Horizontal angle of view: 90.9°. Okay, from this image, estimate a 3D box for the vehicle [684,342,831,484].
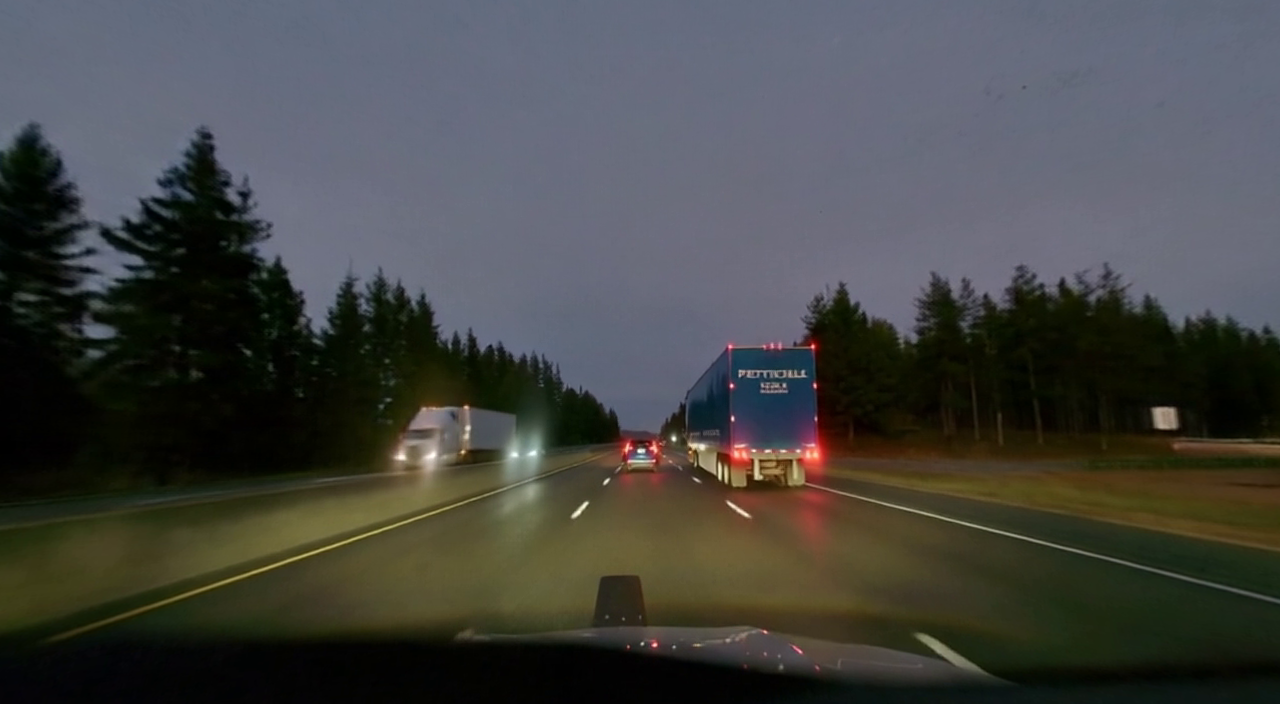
[{"bbox_3d":[4.016,2.997,26.769,2.899,4.160,16.621,0,-9,-1],"label":"vehicle"}]

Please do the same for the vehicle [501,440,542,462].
[{"bbox_3d":[-8.872,7.450,47.591,2.117,1.493,4.774,0,-8,1],"label":"vehicle"}]

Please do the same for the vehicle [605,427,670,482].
[{"bbox_3d":[-0.097,3.846,23.910,2.222,1.848,4.610,0,-8,0],"label":"vehicle"}]

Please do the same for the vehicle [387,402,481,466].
[{"bbox_3d":[-13.423,5.531,42.080,3.042,3.762,9.032,0,-8,1],"label":"vehicle"}]
